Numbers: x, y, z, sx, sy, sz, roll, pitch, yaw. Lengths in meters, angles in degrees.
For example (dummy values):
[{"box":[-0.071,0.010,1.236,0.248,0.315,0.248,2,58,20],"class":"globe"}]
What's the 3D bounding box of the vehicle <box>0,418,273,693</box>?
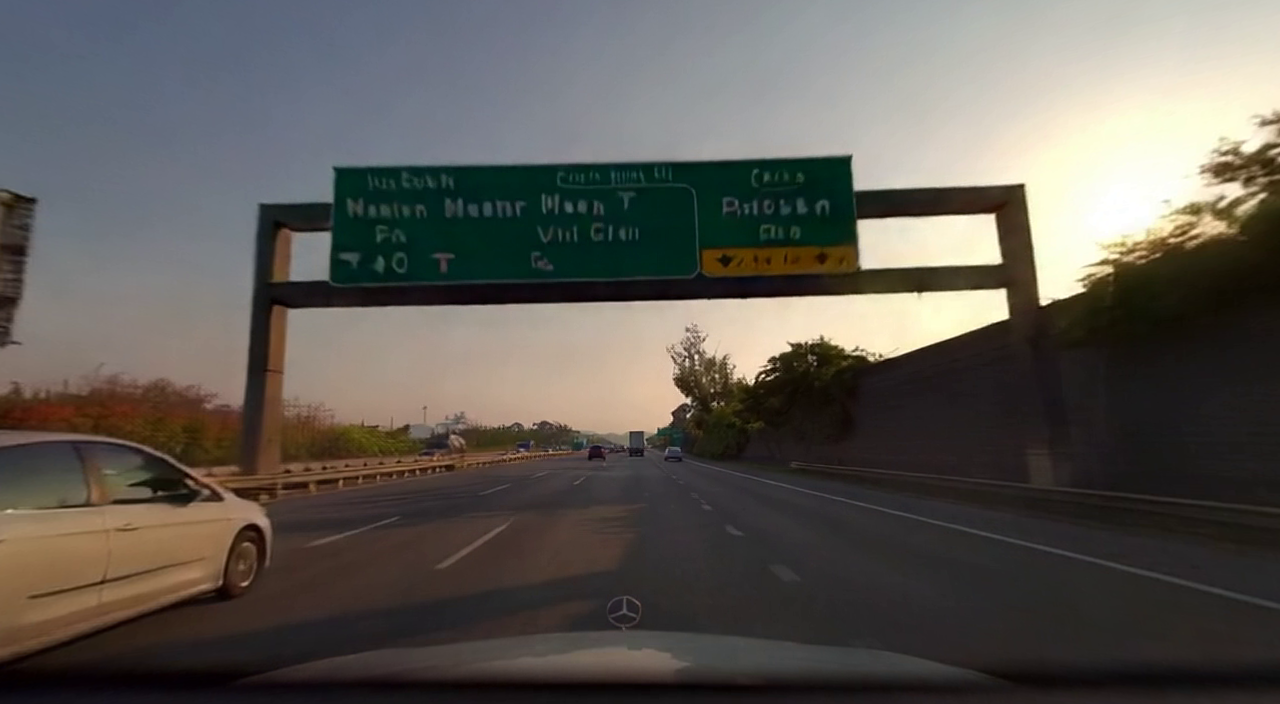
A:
[{"box":[-4.478,1.121,3.526,2.016,1.470,4.691,0,-9,0],"class":"vehicle"}]
